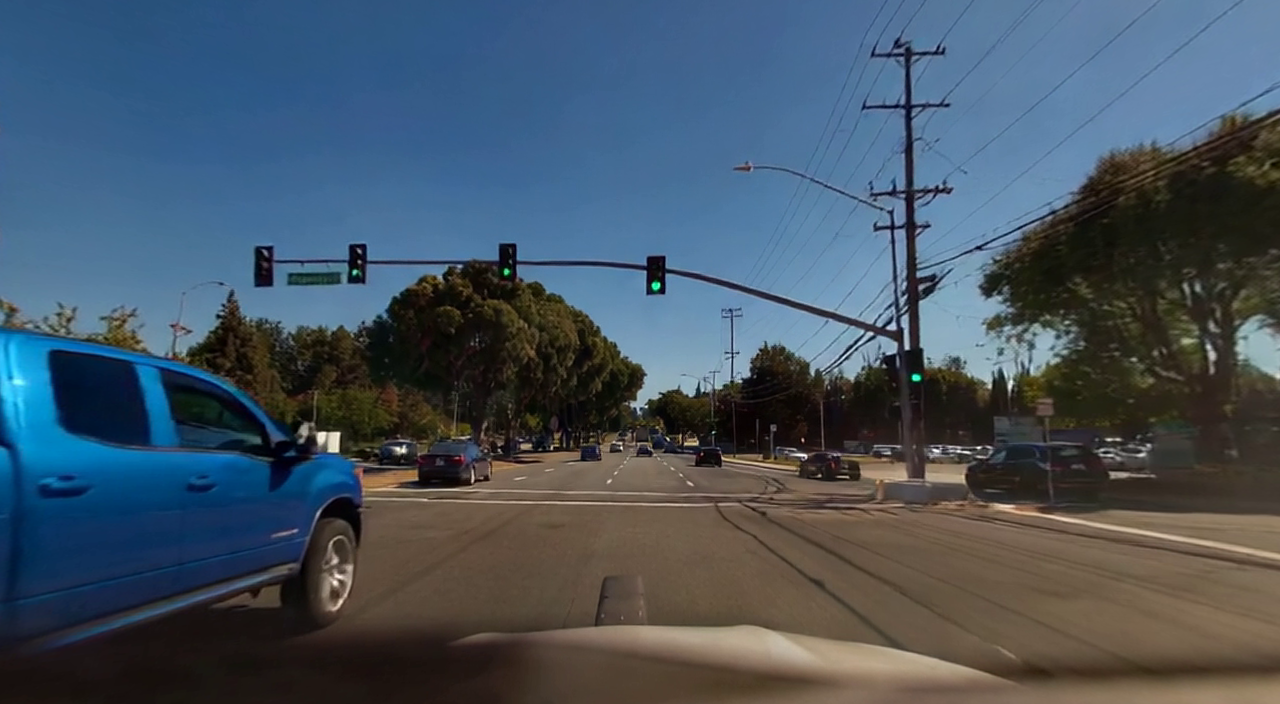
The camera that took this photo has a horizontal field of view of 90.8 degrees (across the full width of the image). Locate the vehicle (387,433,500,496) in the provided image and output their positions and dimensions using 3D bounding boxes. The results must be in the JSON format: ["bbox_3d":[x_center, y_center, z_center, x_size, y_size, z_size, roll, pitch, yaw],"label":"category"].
[{"bbox_3d":[-6.374,3.708,21.177,2.169,1.865,4.739,0,-9,1],"label":"vehicle"}]

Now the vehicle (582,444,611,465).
[{"bbox_3d":[-3.315,7.954,49.114,2.002,1.494,4.322,0,-9,0],"label":"vehicle"}]

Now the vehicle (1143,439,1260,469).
[{"bbox_3d":[32.481,5.918,36.741,1.833,1.587,4.653,3,-9,-21],"label":"vehicle"}]

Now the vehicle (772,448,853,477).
[{"bbox_3d":[9.244,5.954,34.238,1.840,1.428,4.602,3,-9,-20],"label":"vehicle"}]

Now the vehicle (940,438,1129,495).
[{"bbox_3d":[13.582,3.904,22.012,5.106,1.735,2.150,-8,-12,44],"label":"vehicle"}]

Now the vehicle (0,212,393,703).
[{"bbox_3d":[-3.126,0.561,1.656,2.467,1.991,6.089,0,-9,0],"label":"vehicle"}]

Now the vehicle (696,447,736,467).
[{"bbox_3d":[5.771,8.020,48.559,2.071,1.435,4.226,1,-9,-6],"label":"vehicle"}]
